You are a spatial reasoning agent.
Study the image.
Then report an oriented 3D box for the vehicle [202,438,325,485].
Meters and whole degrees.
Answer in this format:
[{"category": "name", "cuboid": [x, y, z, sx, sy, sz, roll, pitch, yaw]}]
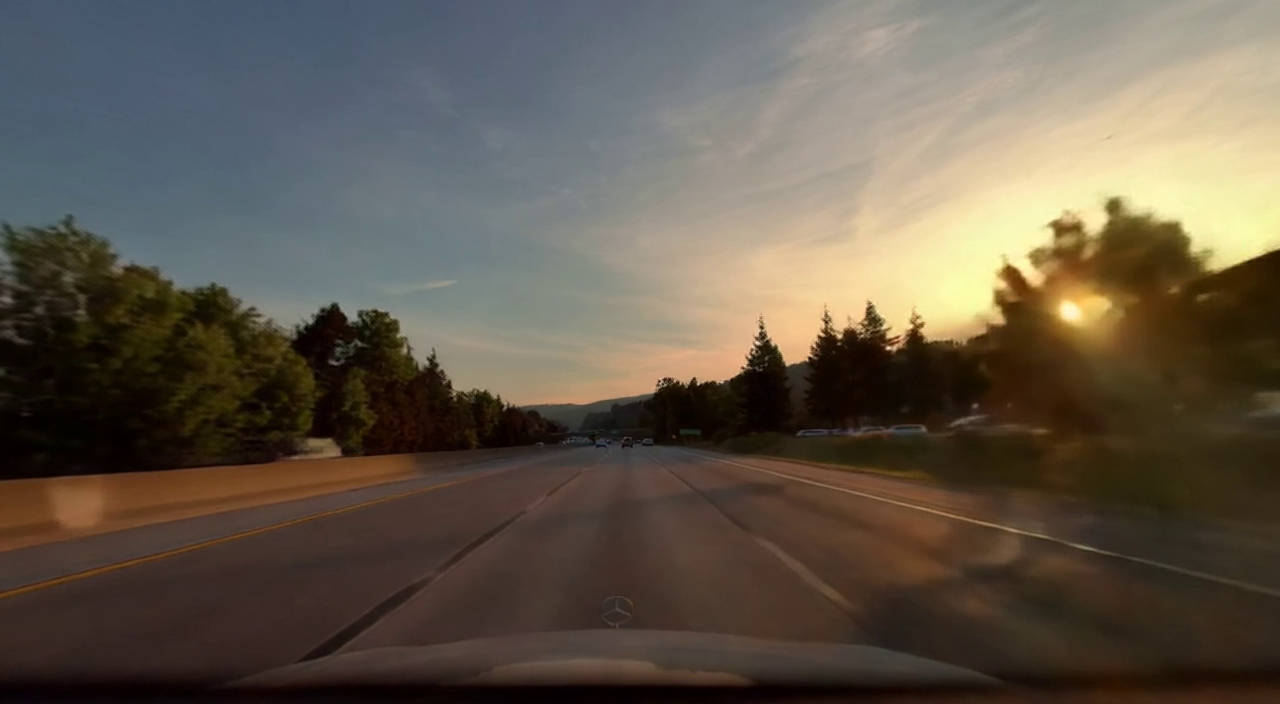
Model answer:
[{"category": "vehicle", "cuboid": [-13.124, 3.810, 22.314, 1.835, 1.477, 4.190, 0, -8, -1]}]
